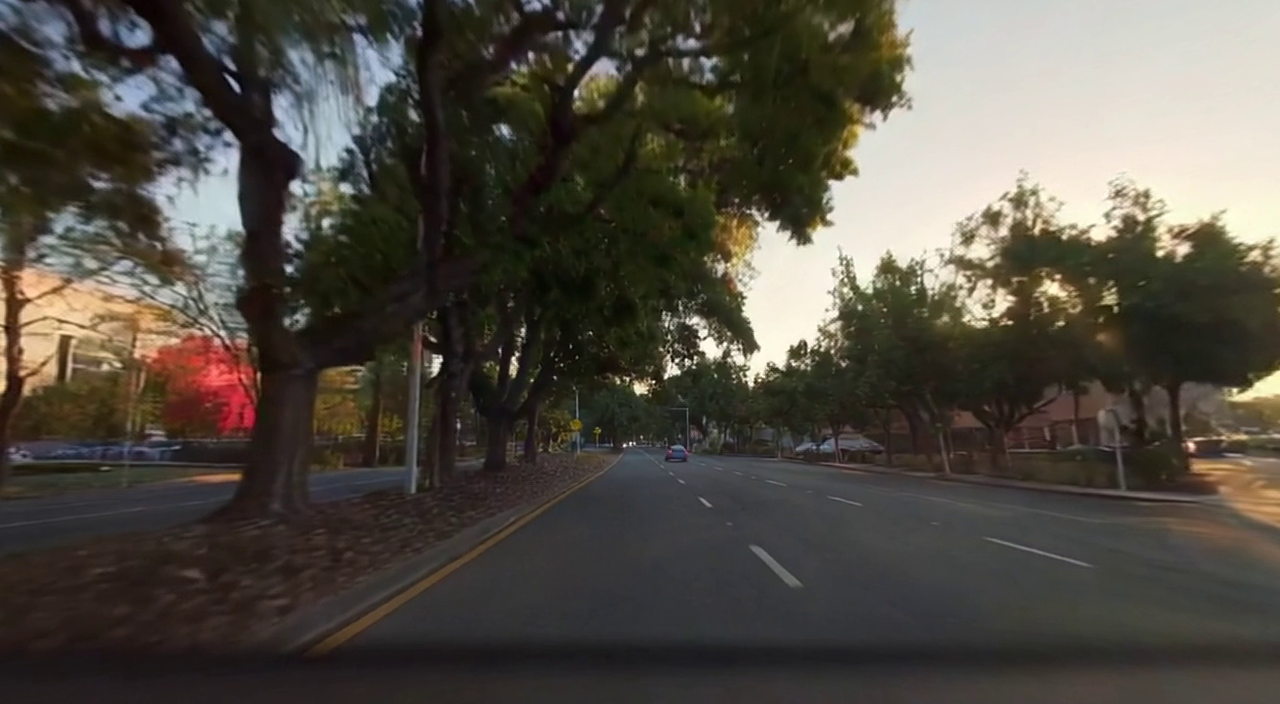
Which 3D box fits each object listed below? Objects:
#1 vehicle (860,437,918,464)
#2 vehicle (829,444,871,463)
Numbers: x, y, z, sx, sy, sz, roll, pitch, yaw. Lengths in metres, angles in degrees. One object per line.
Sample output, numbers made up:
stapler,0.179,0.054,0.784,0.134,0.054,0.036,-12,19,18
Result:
vehicle,19.261,7.636,49.204,2.249,1.876,5.470,0,-7,-1
vehicle,16.525,7.991,49.949,1.928,1.426,4.452,-1,-9,3
